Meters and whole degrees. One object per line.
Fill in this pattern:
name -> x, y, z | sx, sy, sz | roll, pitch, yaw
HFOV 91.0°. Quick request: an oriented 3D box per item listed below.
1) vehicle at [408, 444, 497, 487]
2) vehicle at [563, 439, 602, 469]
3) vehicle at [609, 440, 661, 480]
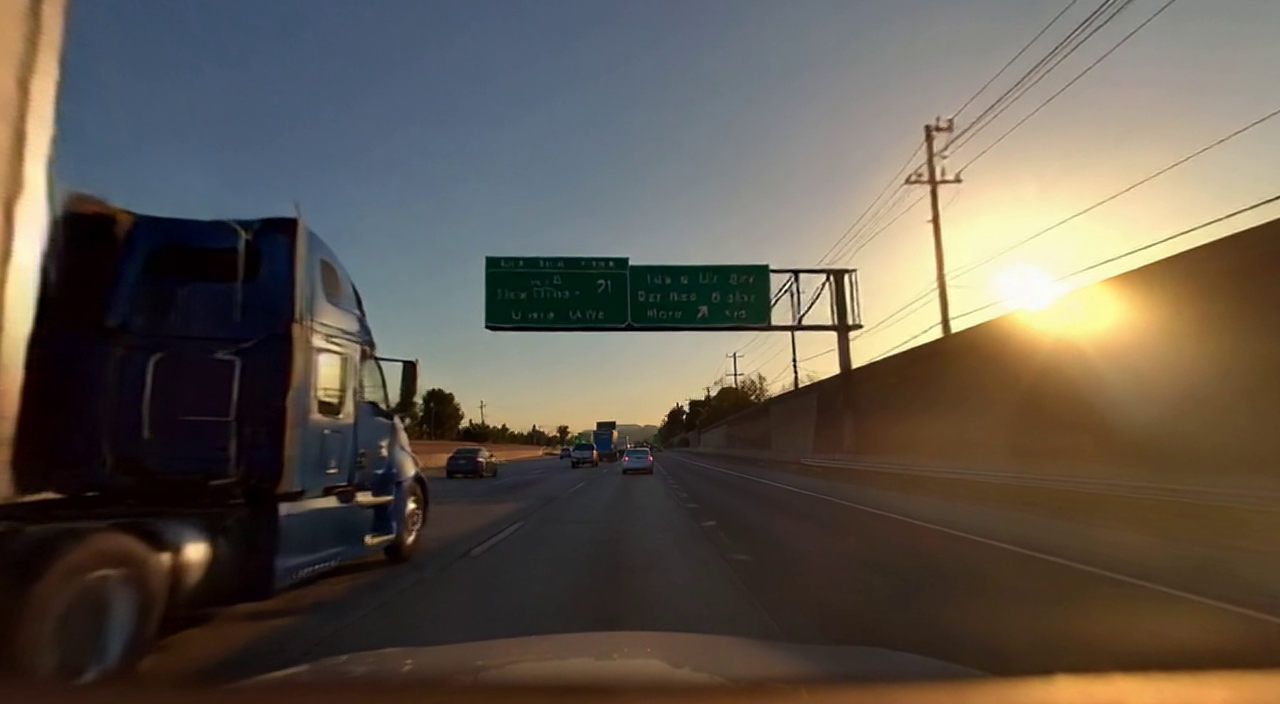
vehicle -> -7.235, 4.391, 24.810 | 2.025, 1.510, 4.582 | -1, -9, 1
vehicle -> -3.813, 6.856, 42.478 | 2.109, 1.840, 4.614 | 0, -9, 1
vehicle -> -0.204, 4.875, 28.649 | 2.178, 1.640, 4.071 | 0, -9, 0
